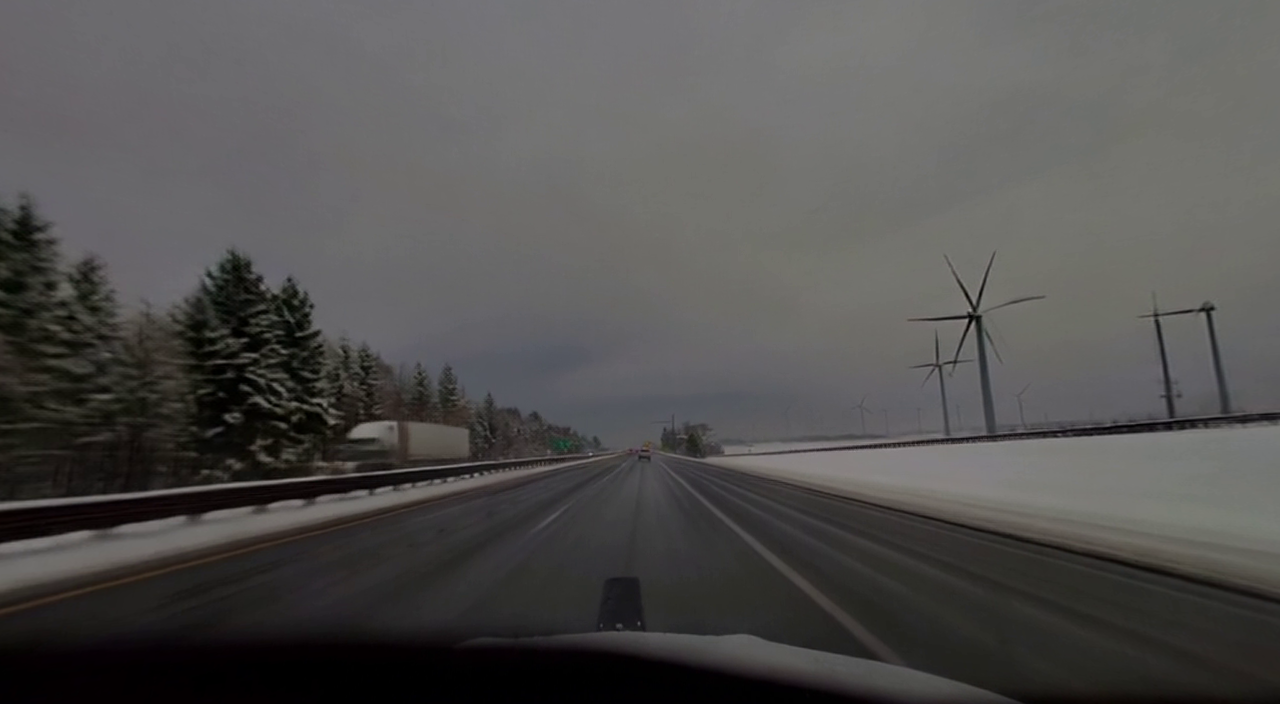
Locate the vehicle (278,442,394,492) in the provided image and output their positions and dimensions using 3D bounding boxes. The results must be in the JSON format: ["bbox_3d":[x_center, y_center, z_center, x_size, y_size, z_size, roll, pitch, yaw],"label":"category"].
[{"bbox_3d":[-11.838,4.507,25.023,2.074,1.760,4.985,0,-9,1],"label":"vehicle"}]

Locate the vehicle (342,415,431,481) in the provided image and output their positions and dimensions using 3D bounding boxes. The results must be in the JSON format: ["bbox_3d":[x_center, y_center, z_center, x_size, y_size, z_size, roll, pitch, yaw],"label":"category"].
[{"bbox_3d":[-16.179,6.240,40.817,3.019,3.860,6.067,-1,-9,1],"label":"vehicle"}]
